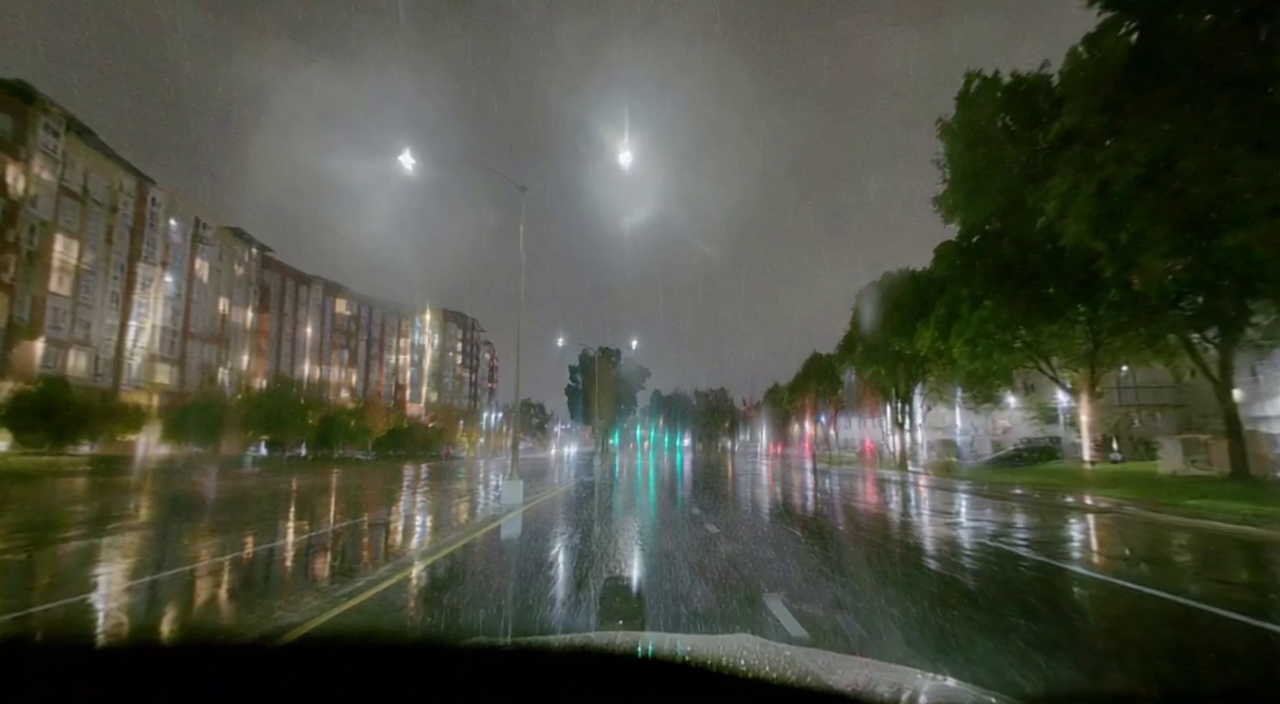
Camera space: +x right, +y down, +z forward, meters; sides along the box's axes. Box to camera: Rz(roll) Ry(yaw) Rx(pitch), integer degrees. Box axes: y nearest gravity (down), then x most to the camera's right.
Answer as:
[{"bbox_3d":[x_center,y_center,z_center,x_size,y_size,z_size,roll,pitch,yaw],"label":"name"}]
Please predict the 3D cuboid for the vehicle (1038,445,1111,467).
[{"bbox_3d":[33.040,7.919,48.160,4.103,1.574,1.888,0,-9,1],"label":"vehicle"}]

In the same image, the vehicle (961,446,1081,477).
[{"bbox_3d":[20.176,5.797,33.615,4.983,1.542,2.099,0,-9,1],"label":"vehicle"}]
